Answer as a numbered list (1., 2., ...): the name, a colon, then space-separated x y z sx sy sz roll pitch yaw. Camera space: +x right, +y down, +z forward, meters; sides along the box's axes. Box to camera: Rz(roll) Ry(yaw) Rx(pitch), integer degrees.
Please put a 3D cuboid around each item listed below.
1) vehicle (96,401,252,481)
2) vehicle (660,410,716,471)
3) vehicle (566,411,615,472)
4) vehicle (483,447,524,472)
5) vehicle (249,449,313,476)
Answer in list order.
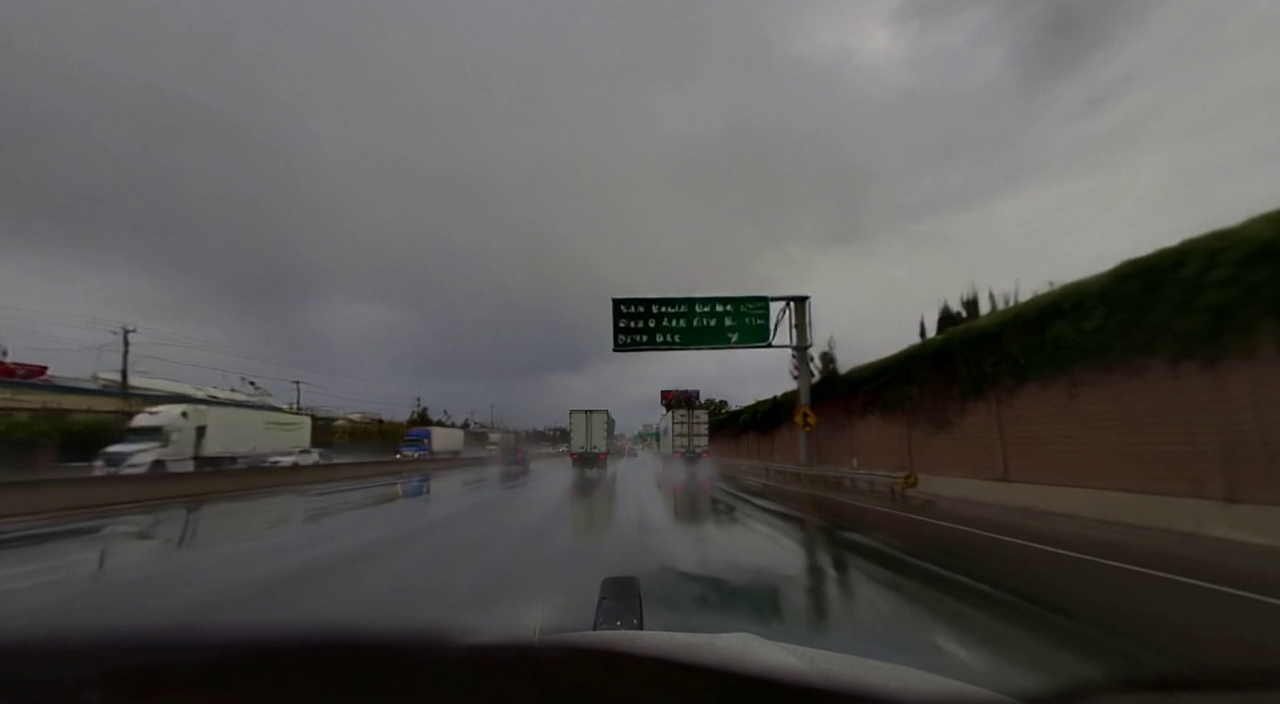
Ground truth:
1. vehicle: -23.211 4.553 32.089 3.021 3.620 6.267 0 -9 -1
2. vehicle: 3.410 6.980 49.924 2.908 3.898 17.275 2 -8 0
3. vehicle: -3.640 6.962 49.688 2.848 4.098 13.421 1 -8 0
4. vehicle: -9.584 7.588 44.770 2.132 1.679 4.045 0 -9 -2
5. vehicle: -19.350 5.945 34.240 1.473 1.361 3.328 0 -9 1
